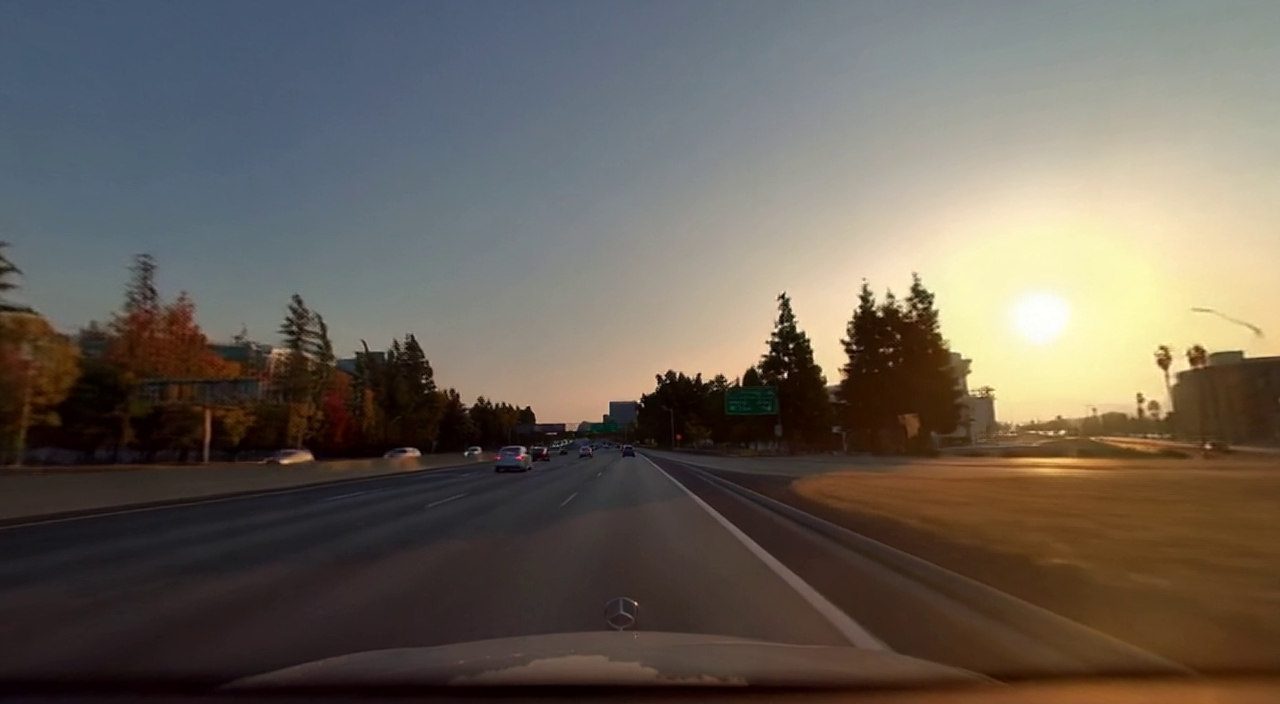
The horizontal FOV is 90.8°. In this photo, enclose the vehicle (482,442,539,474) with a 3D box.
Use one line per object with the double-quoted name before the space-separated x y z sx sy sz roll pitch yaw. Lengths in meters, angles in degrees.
"vehicle" -6.881 5.669 34.027 2.016 1.606 4.806 0 -9 0
